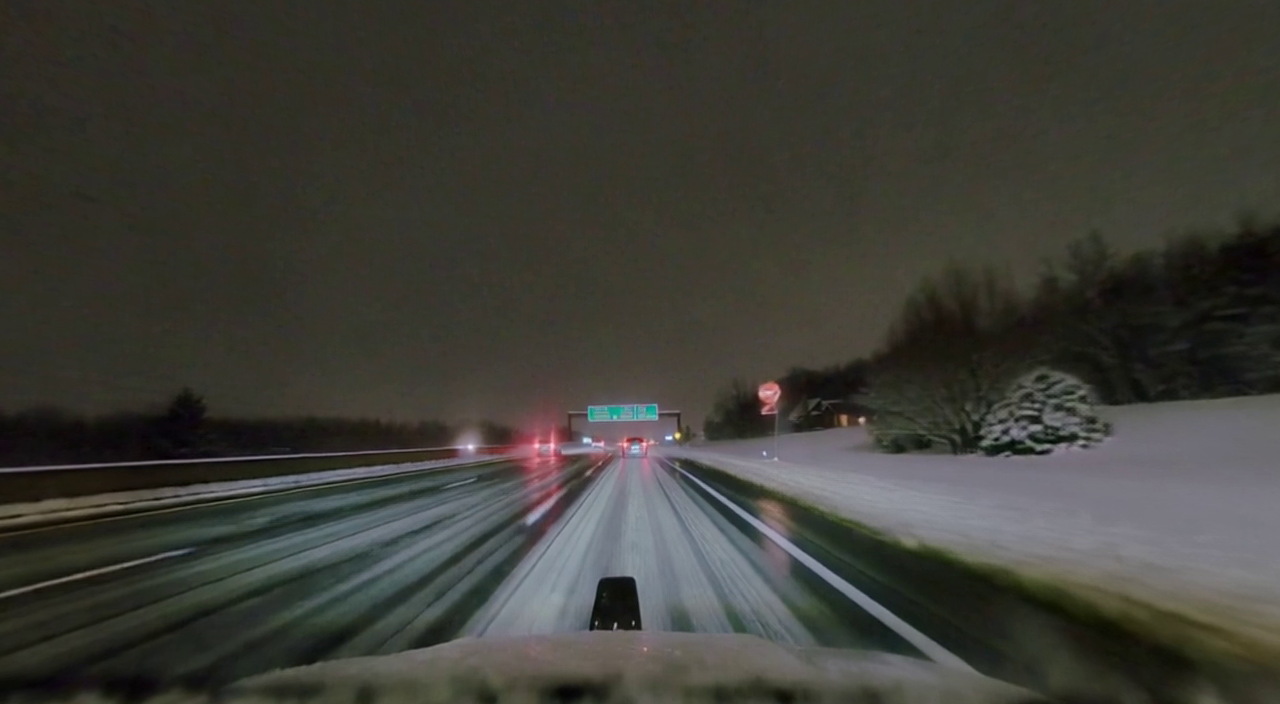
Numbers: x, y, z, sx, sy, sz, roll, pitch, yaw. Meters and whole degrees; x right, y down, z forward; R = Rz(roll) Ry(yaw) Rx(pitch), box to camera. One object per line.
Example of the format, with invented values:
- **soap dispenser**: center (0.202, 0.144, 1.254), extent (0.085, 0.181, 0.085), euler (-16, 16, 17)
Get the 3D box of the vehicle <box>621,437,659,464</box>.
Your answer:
- **vehicle**: center (-0.050, 5.619, 36.171), extent (2.072, 1.440, 3.690), euler (0, -8, -1)
